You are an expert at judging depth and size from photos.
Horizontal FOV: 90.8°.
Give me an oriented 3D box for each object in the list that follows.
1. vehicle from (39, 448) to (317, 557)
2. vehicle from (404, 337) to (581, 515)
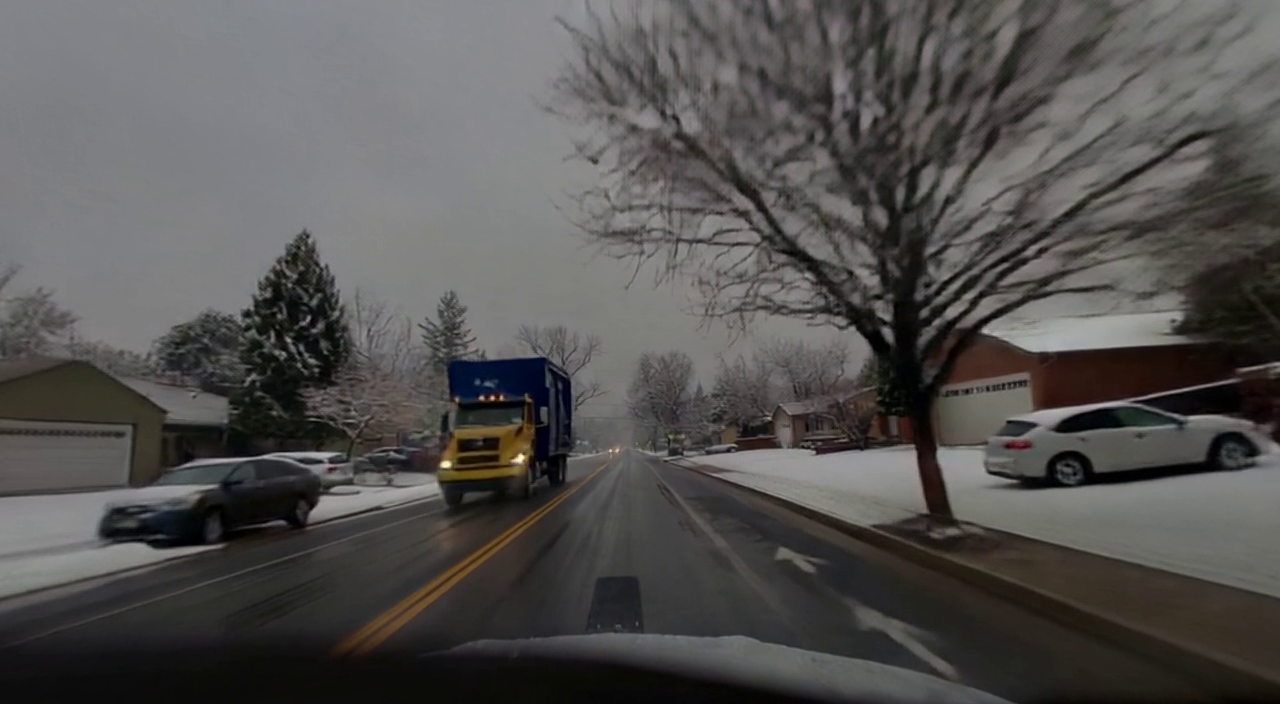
[{"bbox_3d":[-8.878,2.851,12.863,2.119,1.775,4.643,0,-9,0],"label":"vehicle"},{"bbox_3d":[-3.887,2.474,20.006,3.133,4.112,10.695,0,-9,-1],"label":"vehicle"}]
